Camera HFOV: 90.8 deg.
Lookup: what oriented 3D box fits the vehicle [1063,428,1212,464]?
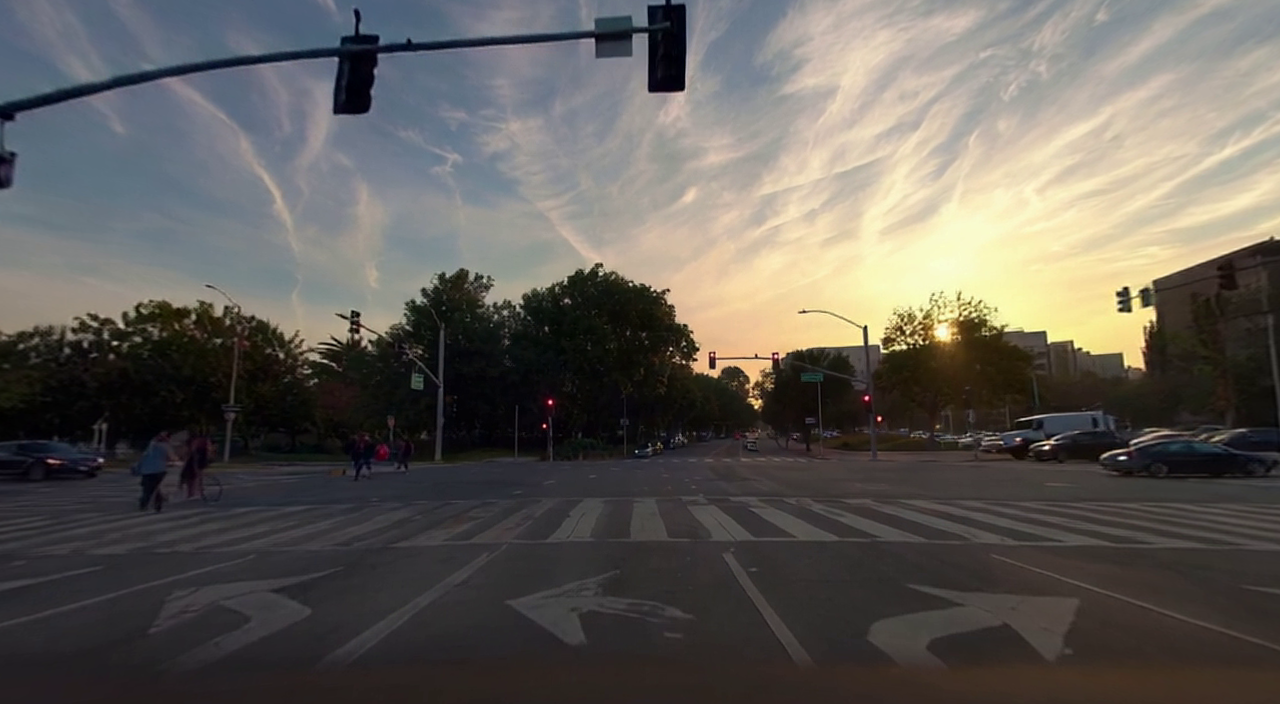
[{"bbox_3d":[21.479,4.102,27.460,4.740,1.464,1.876,-1,-9,3],"label":"vehicle"}]

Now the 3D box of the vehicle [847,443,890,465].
[{"bbox_3d":[17.774,7.925,49.254,1.789,1.557,4.293,0,-9,1],"label":"vehicle"}]

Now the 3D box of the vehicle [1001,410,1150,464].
[{"bbox_3d":[23.120,4.555,33.818,5.855,2.746,2.523,-1,-9,4],"label":"vehicle"}]

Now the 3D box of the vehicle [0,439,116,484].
[{"bbox_3d":[-21.559,3.886,22.461,4.265,1.493,1.871,-1,-9,4],"label":"vehicle"}]

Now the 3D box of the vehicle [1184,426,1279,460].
[{"bbox_3d":[31.673,4.722,32.762,4.896,1.729,1.952,-1,-9,5],"label":"vehicle"}]
